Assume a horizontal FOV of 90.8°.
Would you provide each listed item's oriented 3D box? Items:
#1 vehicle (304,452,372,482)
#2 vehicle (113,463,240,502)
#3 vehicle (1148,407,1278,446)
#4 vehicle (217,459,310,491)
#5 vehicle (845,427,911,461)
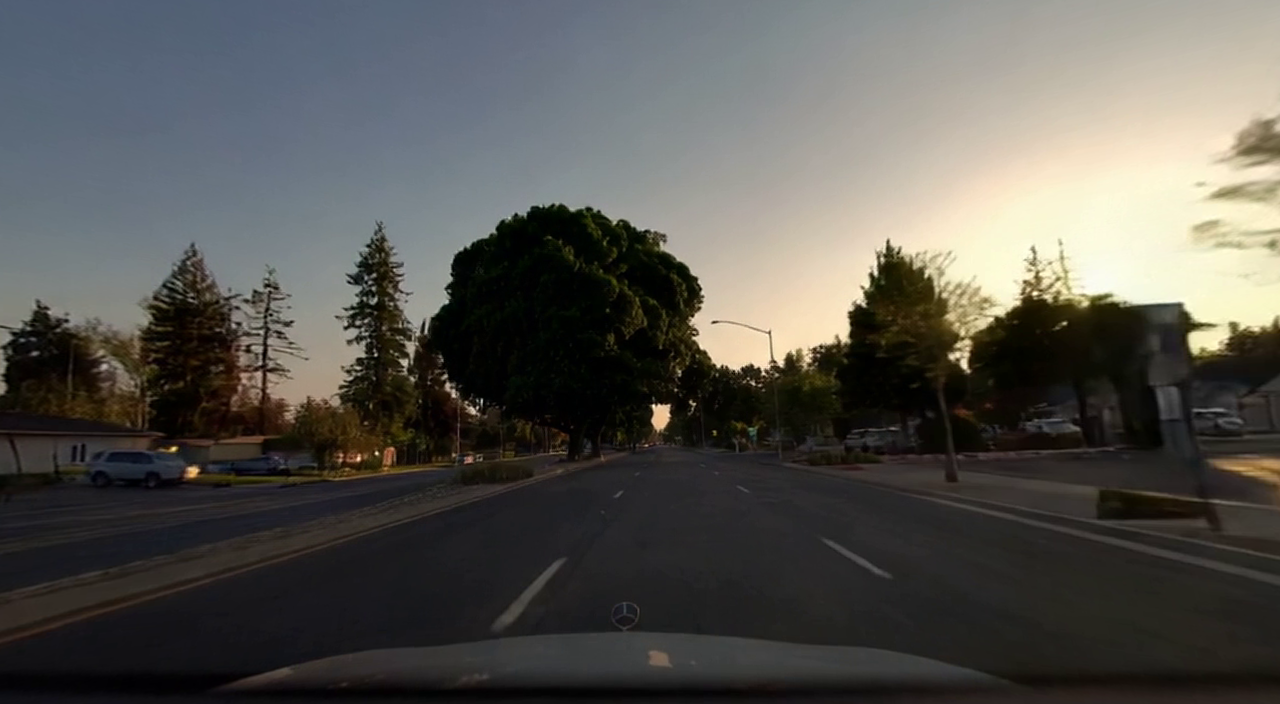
[{"bbox_3d":[-19.971,7.608,41.994,1.988,1.785,4.802,-1,-8,2],"label":"vehicle"},{"bbox_3d":[-20.540,5.773,28.290,1.924,1.479,4.706,-1,-8,4],"label":"vehicle"},{"bbox_3d":[32.309,4.311,35.950,2.367,2.056,5.466,-1,-8,3],"label":"vehicle"},{"bbox_3d":[-20.234,6.626,34.231,1.787,1.471,4.709,-1,-8,5],"label":"vehicle"},{"bbox_3d":[14.059,5.479,37.700,2.108,1.877,4.807,0,-8,1],"label":"vehicle"}]
